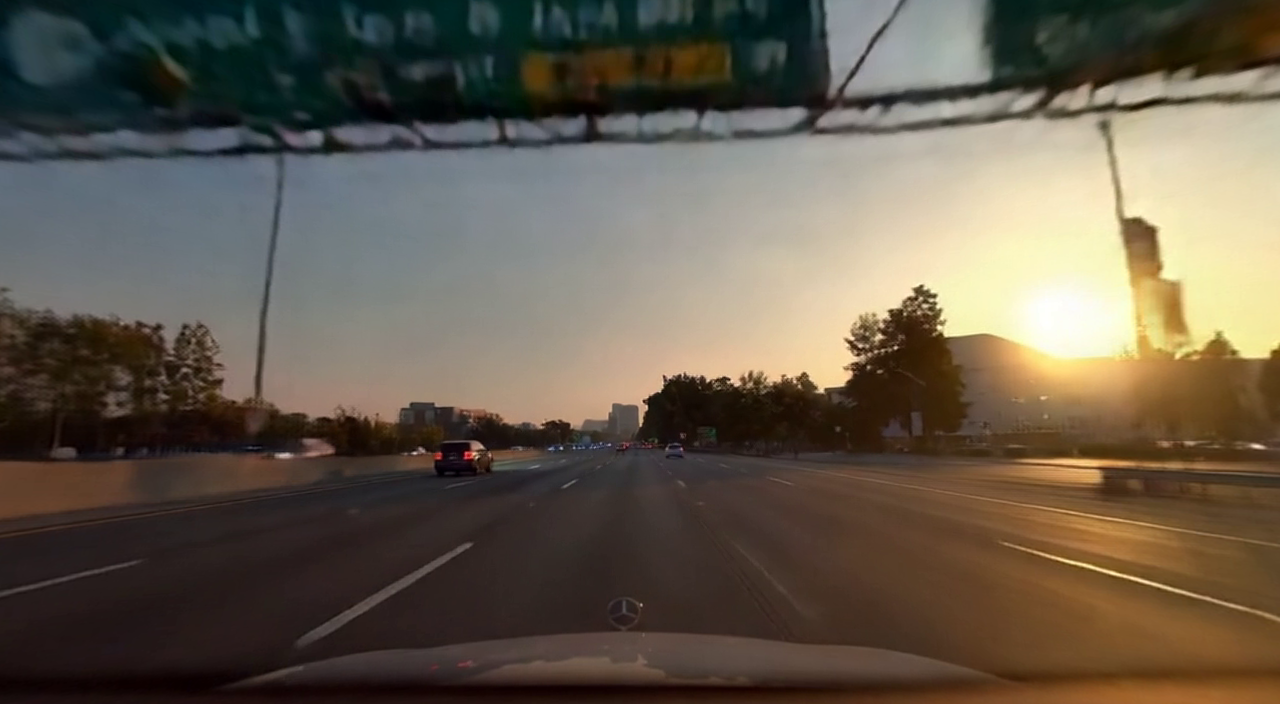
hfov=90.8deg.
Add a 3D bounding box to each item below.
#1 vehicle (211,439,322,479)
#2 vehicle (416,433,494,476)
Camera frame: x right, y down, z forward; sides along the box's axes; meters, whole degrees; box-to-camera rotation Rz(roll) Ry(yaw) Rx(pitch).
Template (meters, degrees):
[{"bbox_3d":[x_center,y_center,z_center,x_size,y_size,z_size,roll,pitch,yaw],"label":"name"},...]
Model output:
[{"bbox_3d":[-17.858,5.095,30.587,2.080,1.716,5.312,0,-8,0],"label":"vehicle"},{"bbox_3d":[-7.944,4.435,27.593,2.089,1.724,4.327,0,-8,0],"label":"vehicle"}]
